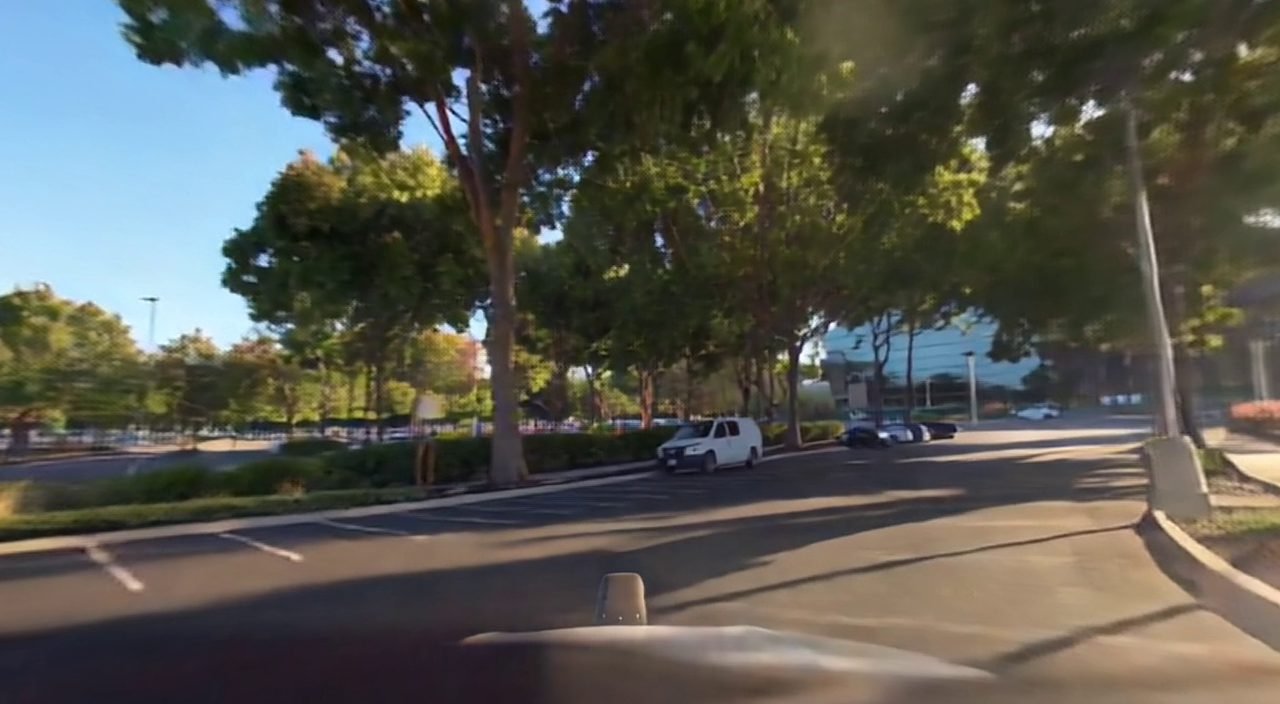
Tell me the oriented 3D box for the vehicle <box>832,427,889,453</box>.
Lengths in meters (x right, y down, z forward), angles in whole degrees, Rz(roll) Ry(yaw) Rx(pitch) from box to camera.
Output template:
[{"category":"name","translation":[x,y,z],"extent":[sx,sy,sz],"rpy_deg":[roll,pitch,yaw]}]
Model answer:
[{"category":"vehicle","translation":[13.386,5.299,38.259],"extent":[1.938,1.191,3.630],"rpy_deg":[-14,-13,38]}]

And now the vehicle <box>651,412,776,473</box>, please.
[{"category":"vehicle","translation":[3.110,3.617,25.711],"extent":[2.433,2.193,5.547],"rpy_deg":[-6,-9,39]}]

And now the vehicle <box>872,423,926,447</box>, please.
[{"category":"vehicle","translation":[17.635,5.611,42.925],"extent":[2.038,1.525,4.383],"rpy_deg":[-6,-9,40]}]
